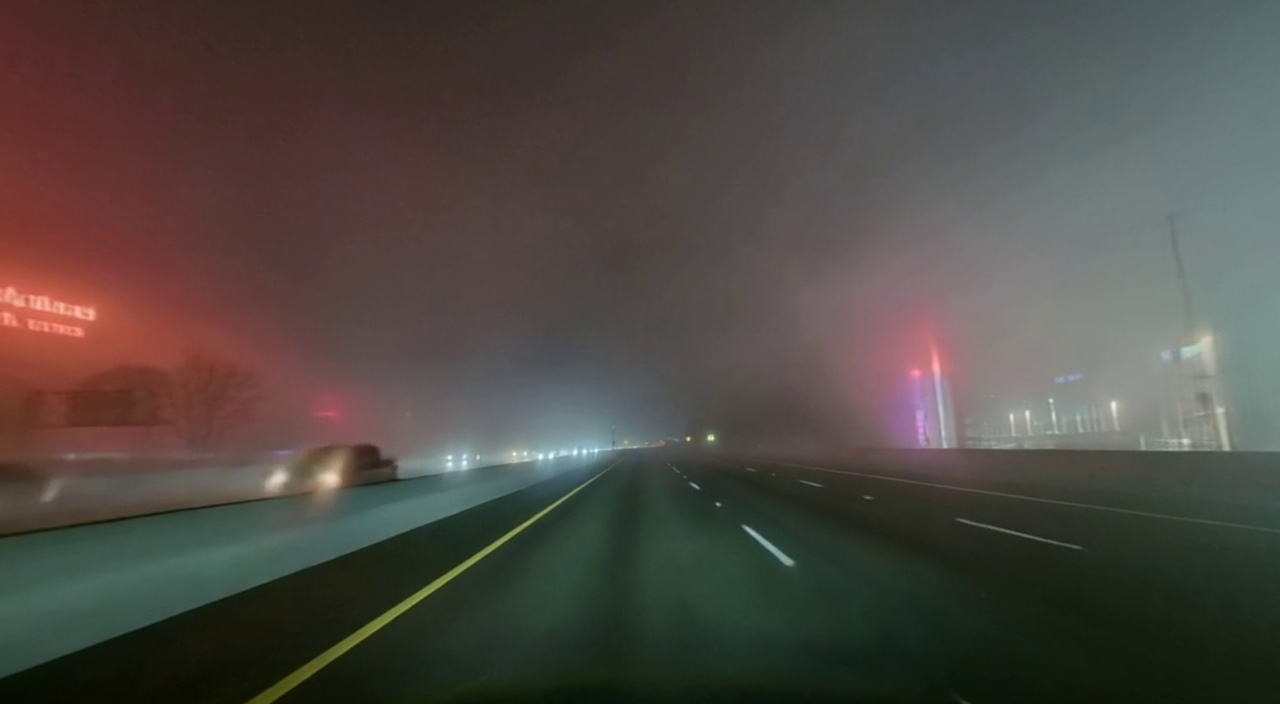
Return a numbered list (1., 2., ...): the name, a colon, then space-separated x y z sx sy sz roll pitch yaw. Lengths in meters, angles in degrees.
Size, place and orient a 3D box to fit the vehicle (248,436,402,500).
1. vehicle: -10.825 4.023 22.423 2.307 1.934 6.053 0 -8 0
